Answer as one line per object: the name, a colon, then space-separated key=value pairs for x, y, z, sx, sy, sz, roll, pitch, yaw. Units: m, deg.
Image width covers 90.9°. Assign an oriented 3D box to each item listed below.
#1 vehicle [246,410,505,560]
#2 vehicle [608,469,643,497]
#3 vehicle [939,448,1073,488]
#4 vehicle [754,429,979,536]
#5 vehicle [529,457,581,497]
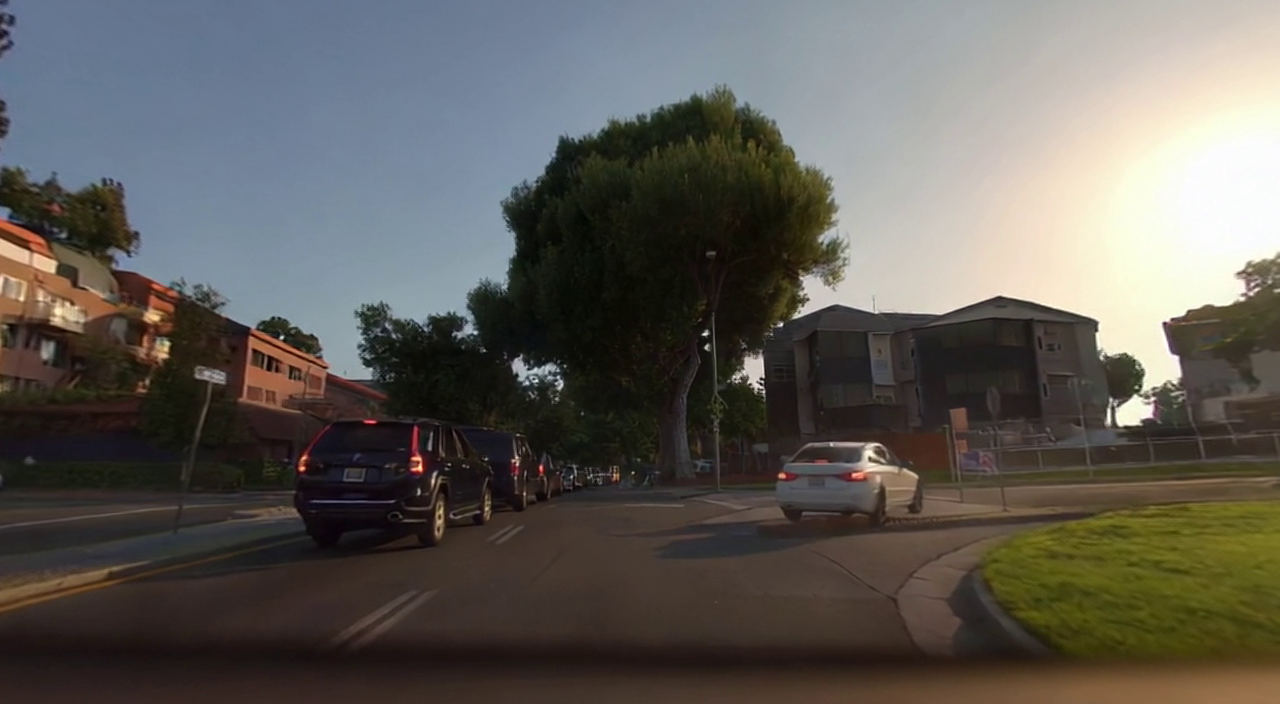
vehicle: x=-3.629 y=1.909 z=9.808 sx=2.017 sy=1.761 sz=4.572 roll=0 pitch=-8 yaw=0
vehicle: x=-0.966 y=8.238 z=39.899 sx=2.119 sy=1.475 sz=3.997 roll=0 pitch=-8 yaw=-3
vehicle: x=14.654 y=4.701 z=25.516 sx=4.422 sy=1.457 sz=1.882 roll=-6 pitch=-11 yaw=27
vehicle: x=4.025 y=2.135 z=10.957 sx=3.922 sy=1.478 sz=2.020 roll=7 pitch=-11 yaw=-42
vehicle: x=-3.622 y=5.392 z=27.537 sx=1.806 sy=1.532 sz=3.680 roll=0 pitch=-8 yaw=-1
